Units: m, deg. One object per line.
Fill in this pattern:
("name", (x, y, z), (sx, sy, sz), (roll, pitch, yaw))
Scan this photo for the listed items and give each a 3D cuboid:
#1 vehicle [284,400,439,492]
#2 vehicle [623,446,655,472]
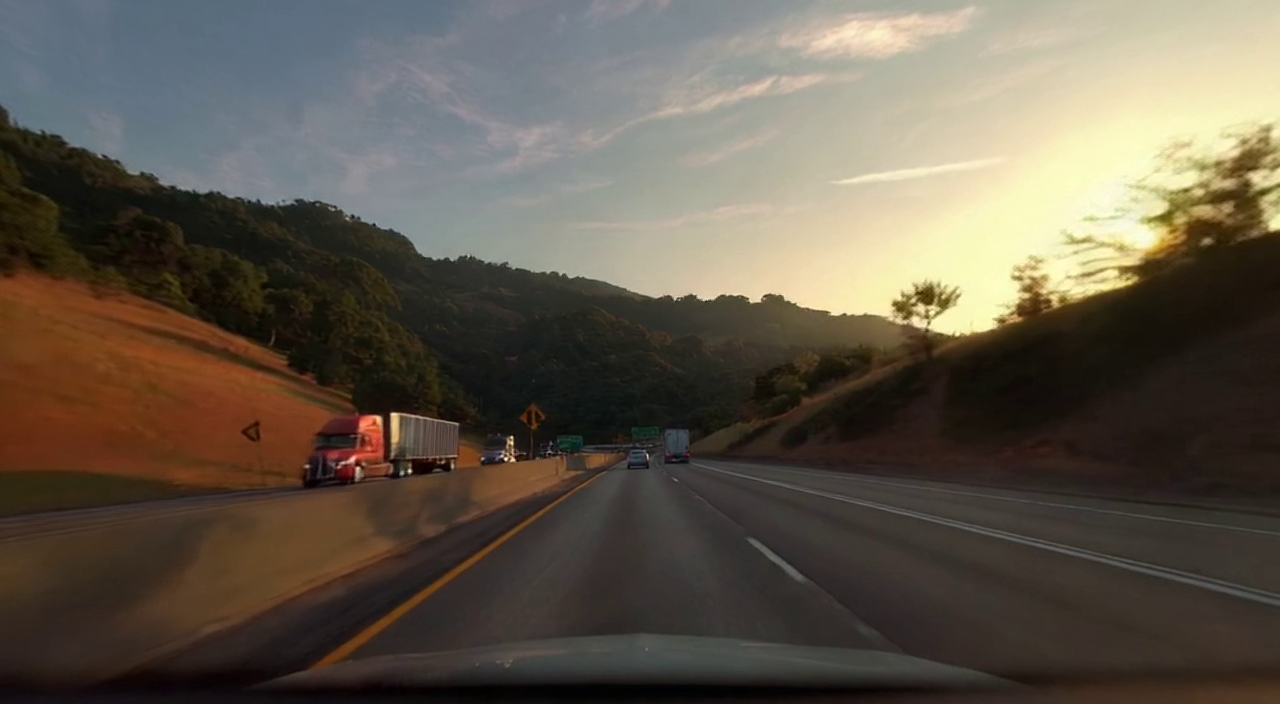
("vehicle", (-13.190, 4.695, 31.447), (2.919, 3.755, 10.586), (0, -9, 0))
("vehicle", (-0.090, 7.459, 44.275), (2.137, 1.689, 4.051), (0, -9, 0))
